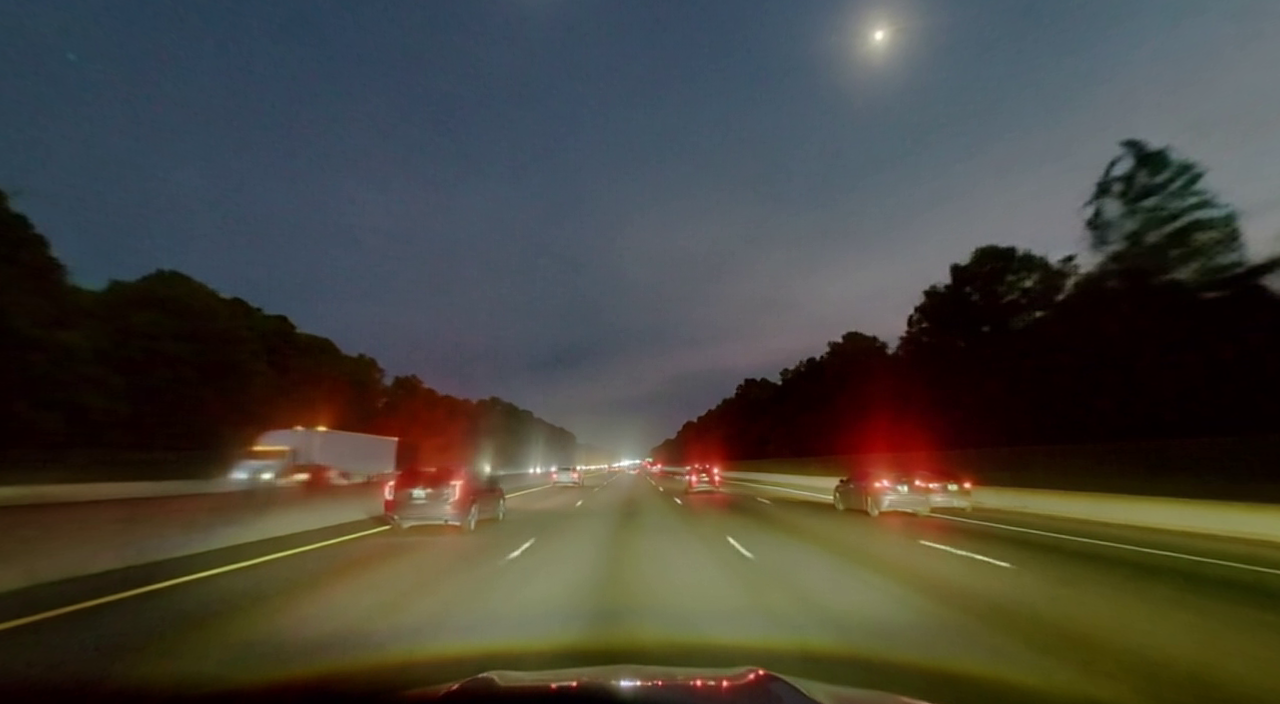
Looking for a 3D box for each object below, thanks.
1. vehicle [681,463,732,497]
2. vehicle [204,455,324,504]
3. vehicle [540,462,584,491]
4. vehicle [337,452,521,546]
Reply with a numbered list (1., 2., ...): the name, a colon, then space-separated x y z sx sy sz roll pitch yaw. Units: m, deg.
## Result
1. vehicle: 3.193 6.292 31.100 1.981 1.516 4.109 1 -11 -2
2. vehicle: -16.119 5.502 27.406 2.185 1.883 4.837 1 -11 0
3. vehicle: -4.259 6.912 35.039 2.000 1.484 3.995 1 -11 -1
4. vehicle: -3.826 2.804 12.527 2.004 1.468 4.812 1 -11 0
